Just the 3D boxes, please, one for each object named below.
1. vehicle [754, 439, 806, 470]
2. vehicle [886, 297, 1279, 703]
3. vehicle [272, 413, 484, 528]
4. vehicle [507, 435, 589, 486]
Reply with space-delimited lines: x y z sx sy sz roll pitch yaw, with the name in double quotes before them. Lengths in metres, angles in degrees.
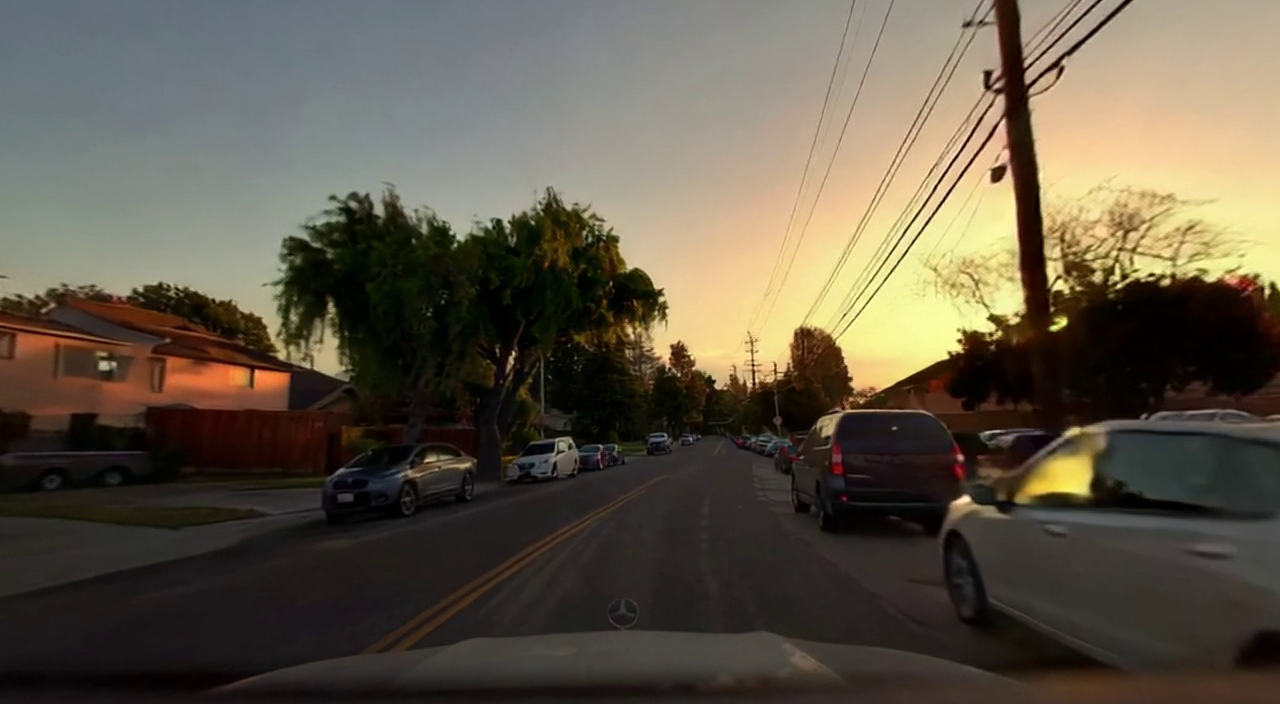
"vehicle" 7.120 5.270 32.638 2.108 1.493 4.878 -1 -9 7
"vehicle" 3.230 0.964 3.549 2.032 1.810 5.047 -1 -9 5
"vehicle" -5.675 2.743 14.754 2.353 2.037 5.358 -4 -11 4
"vehicle" -3.813 4.621 27.213 2.192 1.873 4.985 -4 -9 7
